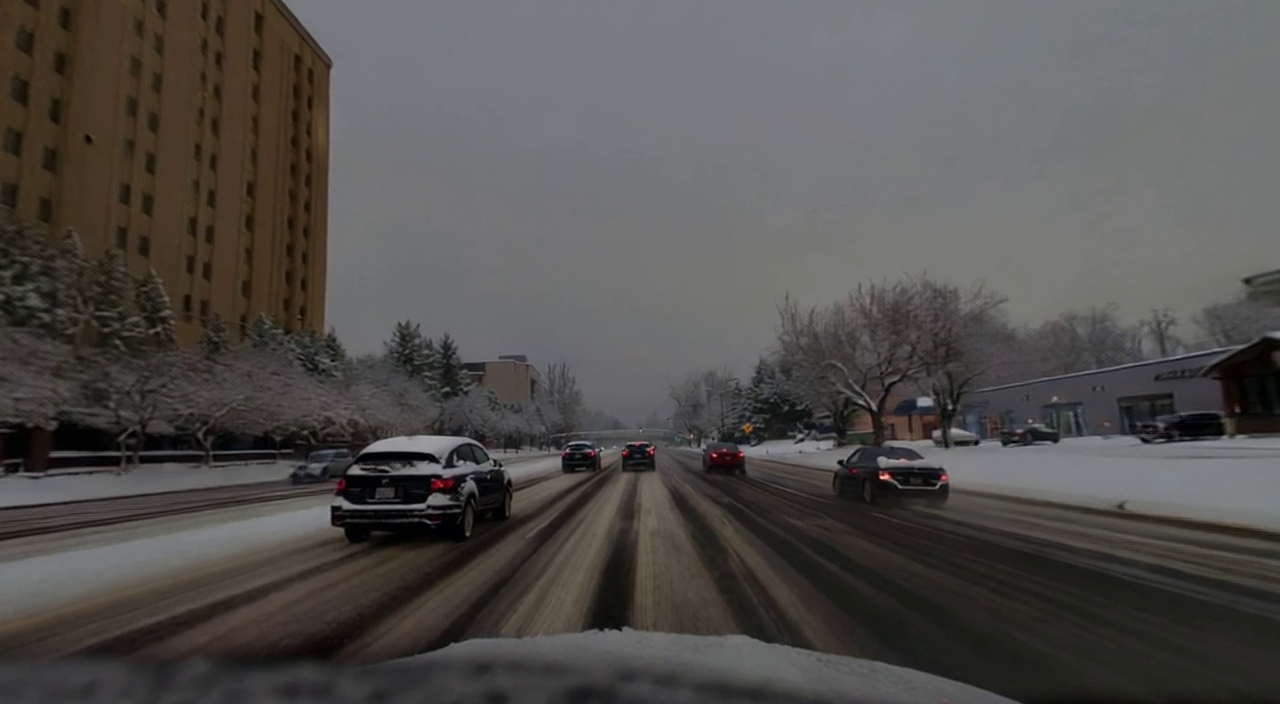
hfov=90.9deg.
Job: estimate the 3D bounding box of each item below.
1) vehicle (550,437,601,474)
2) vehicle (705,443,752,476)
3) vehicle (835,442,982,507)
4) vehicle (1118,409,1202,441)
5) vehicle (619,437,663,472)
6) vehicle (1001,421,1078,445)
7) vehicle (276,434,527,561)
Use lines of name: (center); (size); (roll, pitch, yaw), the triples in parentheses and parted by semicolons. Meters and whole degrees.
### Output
vehicle: (-3.295, 5.448, 33.276); (2.117, 1.799, 4.442); (0, -9, 1)
vehicle: (4.251, 5.227, 30.866); (1.884, 1.458, 4.245); (-1, -9, 3)
vehicle: (6.890, 3.162, 16.803); (1.865, 1.458, 4.605); (0, -9, 0)
vehicle: (26.459, 3.758, 32.020); (4.617, 1.459, 1.819); (5, -10, -33)
vehicle: (0.052, 5.747, 35.466); (2.304, 1.795, 4.526); (0, -9, 0)
vehicle: (26.201, 5.334, 41.311); (4.674, 1.489, 2.008); (4, -10, -26)
vehicle: (-3.226, 2.064, 9.731); (2.095, 1.486, 4.411); (0, -9, 1)
